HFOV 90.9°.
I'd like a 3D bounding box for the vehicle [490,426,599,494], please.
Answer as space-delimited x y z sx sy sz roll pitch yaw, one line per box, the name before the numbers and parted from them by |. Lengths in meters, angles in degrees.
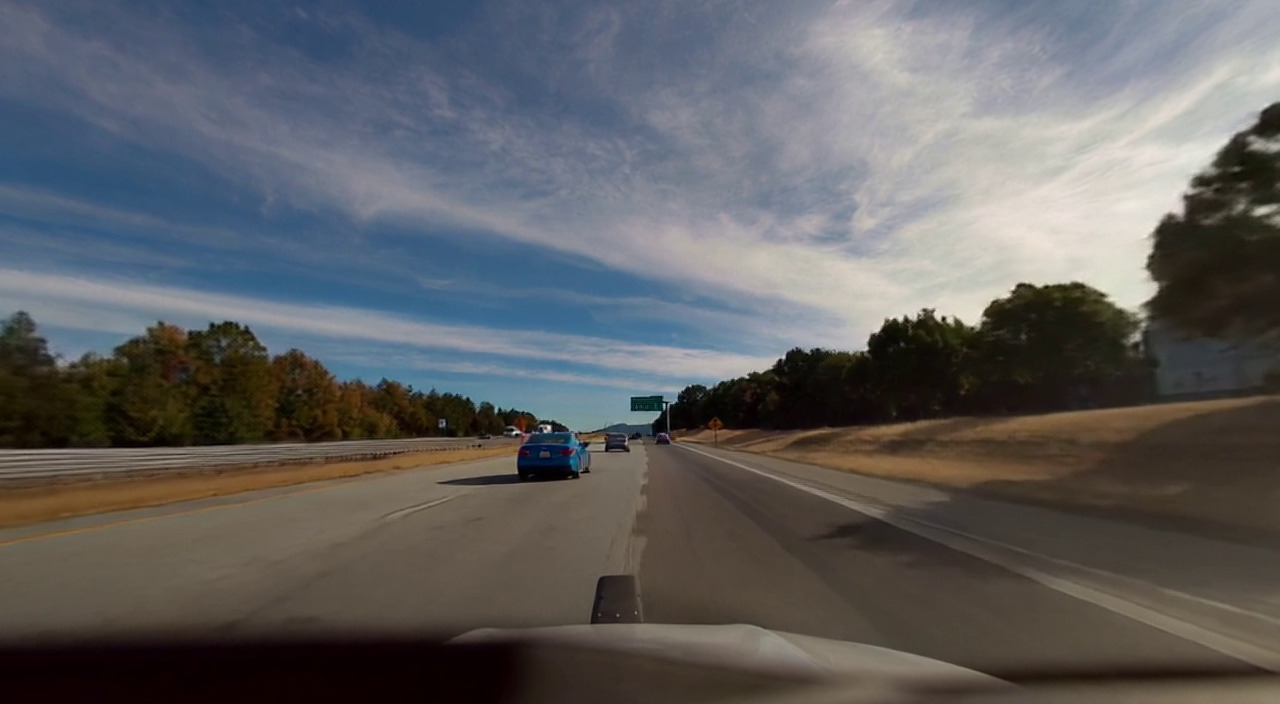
vehicle | -2.211 2.626 15.781 1.977 1.443 4.225 0 -8 1
